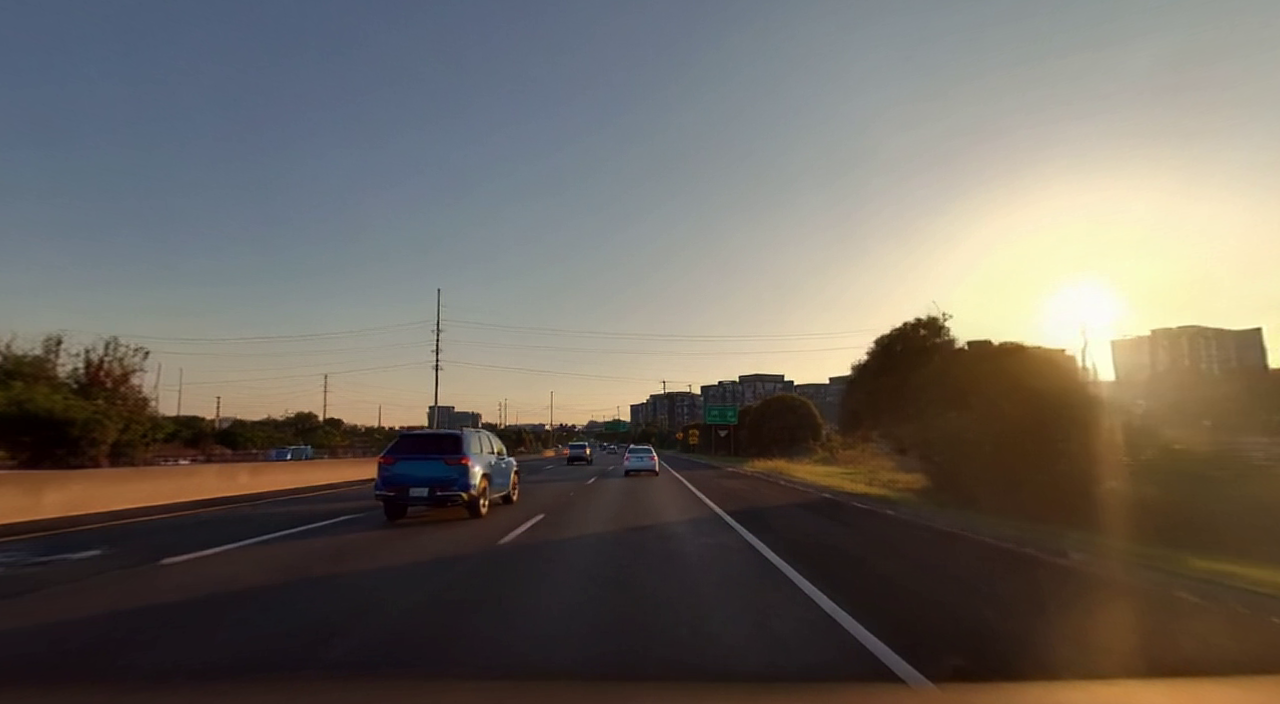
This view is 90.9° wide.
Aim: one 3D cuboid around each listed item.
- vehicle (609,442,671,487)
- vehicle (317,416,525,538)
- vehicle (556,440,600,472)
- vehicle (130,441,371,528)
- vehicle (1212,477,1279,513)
[{"bbox_3d":[-0.010,3.988,22.712,2.047,1.473,3.978,0,-8,0],"label":"vehicle"},{"bbox_3d":[-3.662,2.191,11.648,2.133,1.789,4.518,-1,-8,1],"label":"vehicle"},{"bbox_3d":[-3.560,6.052,36.809,1.993,1.717,4.321,-1,-8,2],"label":"vehicle"},{"bbox_3d":[-7.726,2.638,13.251,1.943,1.469,4.782,0,-8,1],"label":"vehicle"},{"bbox_3d":[31.627,7.314,32.402,1.844,1.467,4.653,-4,-9,24],"label":"vehicle"}]
